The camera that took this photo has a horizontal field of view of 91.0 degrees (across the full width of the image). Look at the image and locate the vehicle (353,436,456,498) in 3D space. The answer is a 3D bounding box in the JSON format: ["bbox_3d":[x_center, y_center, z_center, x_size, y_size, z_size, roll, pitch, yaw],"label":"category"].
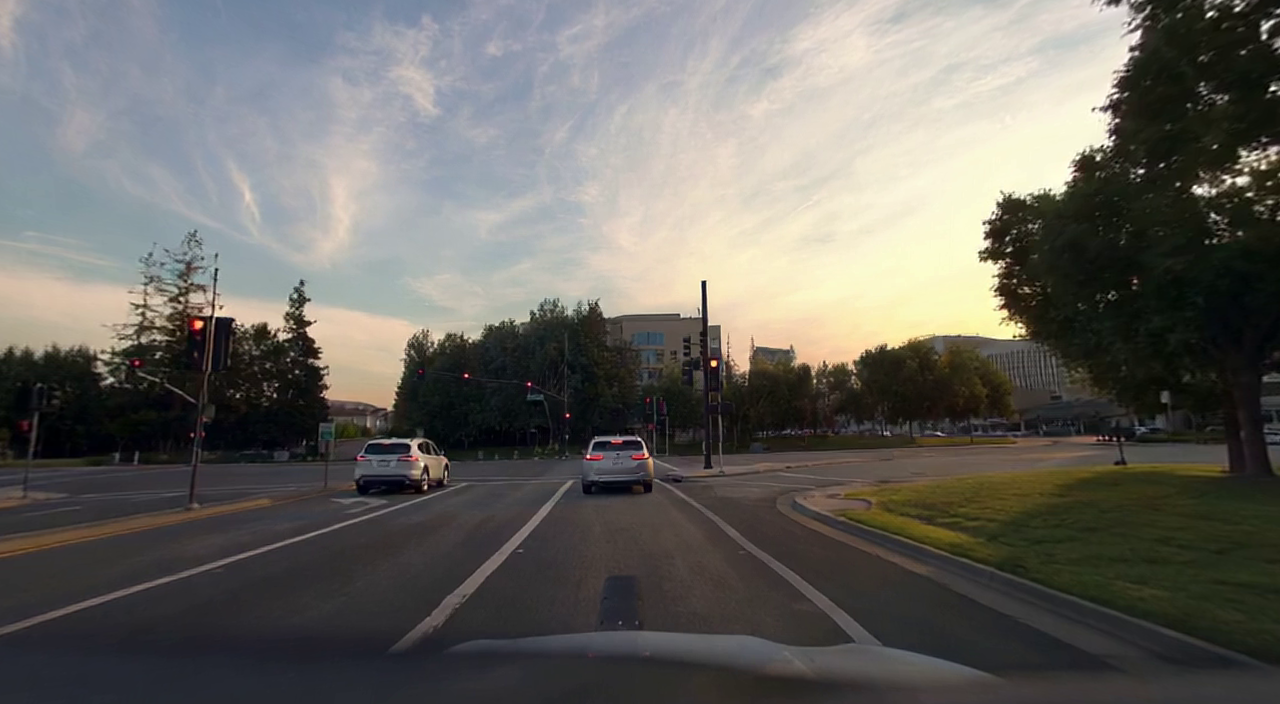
[{"bbox_3d":[-7.112,3.491,19.512,2.020,1.695,4.187,1,-9,-7],"label":"vehicle"}]

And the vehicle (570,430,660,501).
[{"bbox_3d":[-0.803,3.023,17.190,2.154,1.670,4.140,1,-9,-6],"label":"vehicle"}]

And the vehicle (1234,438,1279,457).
[{"bbox_3d":[49.492,7.507,49.370,3.654,1.439,1.900,-1,-9,5],"label":"vehicle"}]
